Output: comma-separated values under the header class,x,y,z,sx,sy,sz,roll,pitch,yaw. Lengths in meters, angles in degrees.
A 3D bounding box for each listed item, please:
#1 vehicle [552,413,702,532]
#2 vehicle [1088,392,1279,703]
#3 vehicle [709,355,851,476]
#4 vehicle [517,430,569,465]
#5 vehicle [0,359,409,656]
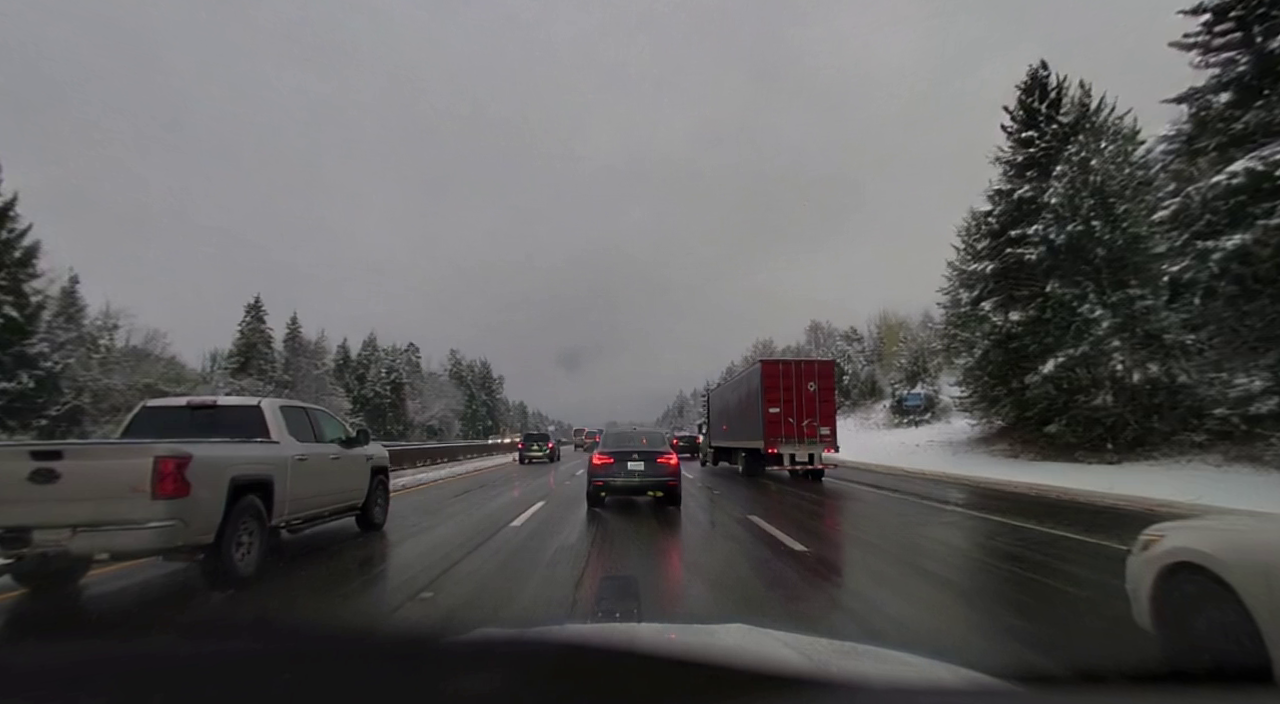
class,x,y,z,sx,sy,sz,roll,pitch,yaw
vehicle,-0.203,1.942,10.759,2.083,1.647,3.799,0,-8,-1
vehicle,3.529,0.773,1.531,1.951,1.477,3.963,0,-8,0
vehicle,5.563,3.100,28.677,2.888,4.135,14.071,0,-8,-1
vehicle,-4.799,4.770,31.617,1.971,1.648,3.983,0,-8,0
vehicle,-4.194,1.231,6.157,2.101,1.767,4.702,0,-8,0
